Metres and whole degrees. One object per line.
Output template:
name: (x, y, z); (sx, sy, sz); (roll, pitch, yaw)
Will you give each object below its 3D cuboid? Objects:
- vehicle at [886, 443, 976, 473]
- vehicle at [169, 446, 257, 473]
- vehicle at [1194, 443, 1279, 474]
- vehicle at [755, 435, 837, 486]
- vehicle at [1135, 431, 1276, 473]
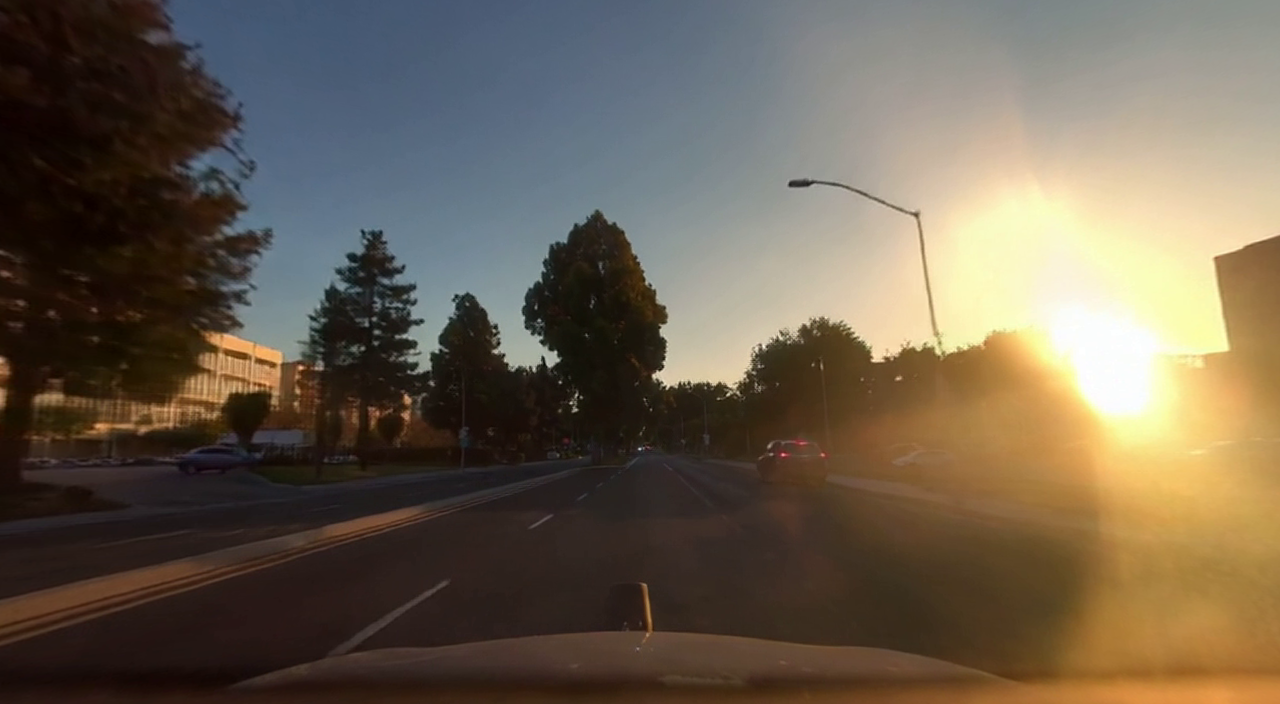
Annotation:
vehicle: (17.470, 6.366, 37.818); (4.421, 1.535, 1.869); (-2, -7, 2)
vehicle: (-26.301, 6.606, 38.762); (4.048, 1.601, 1.845); (0, -8, -2)
vehicle: (31.783, 5.510, 32.487); (4.294, 1.533, 1.929); (0, -9, 0)
vehicle: (7.126, 5.018, 29.441); (2.365, 2.138, 5.499); (0, -9, 0)
vehicle: (32.183, 5.707, 35.887); (5.753, 2.022, 2.104); (-3, -8, 3)
